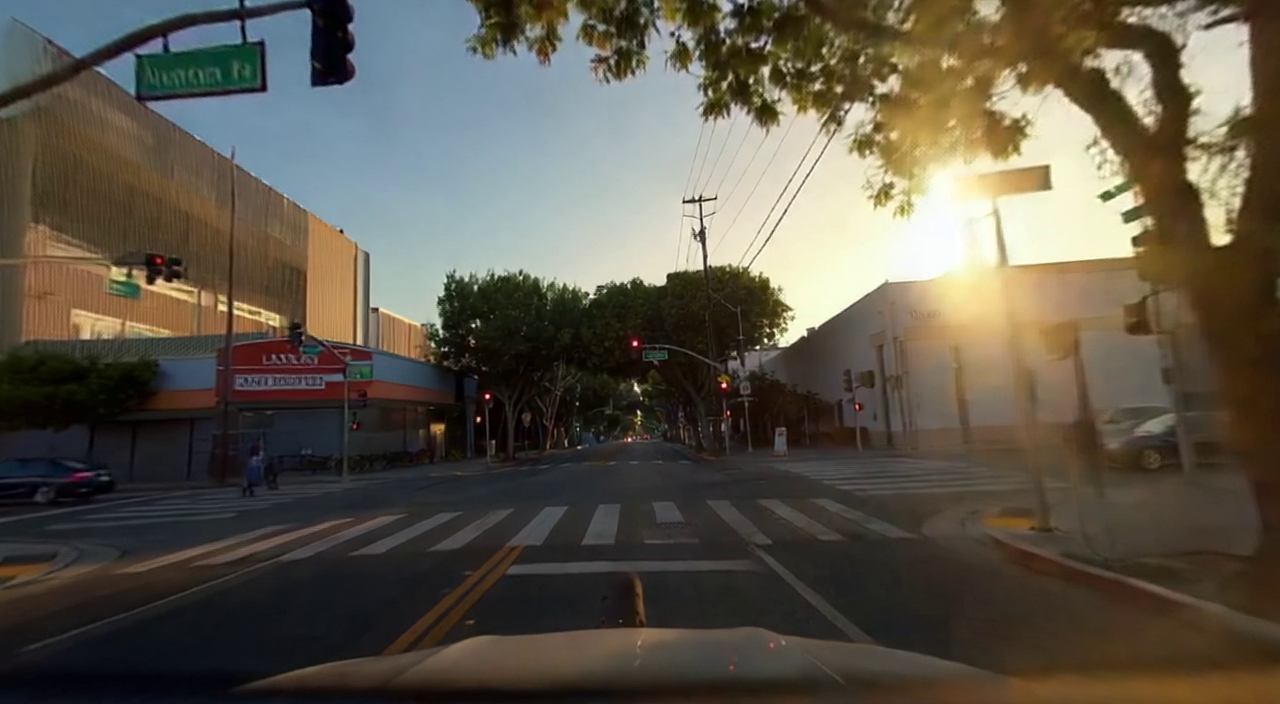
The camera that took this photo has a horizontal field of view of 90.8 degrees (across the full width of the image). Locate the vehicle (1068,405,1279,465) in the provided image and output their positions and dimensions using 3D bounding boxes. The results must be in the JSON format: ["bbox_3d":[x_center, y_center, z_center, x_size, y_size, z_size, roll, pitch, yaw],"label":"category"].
[{"bbox_3d":[14.514,2.246,16.977,4.632,1.484,1.907,0,-8,-2],"label":"vehicle"}]

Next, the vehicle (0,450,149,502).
[{"bbox_3d":[-19.479,4.120,21.060,4.624,1.478,2.118,-4,-9,5],"label":"vehicle"}]
